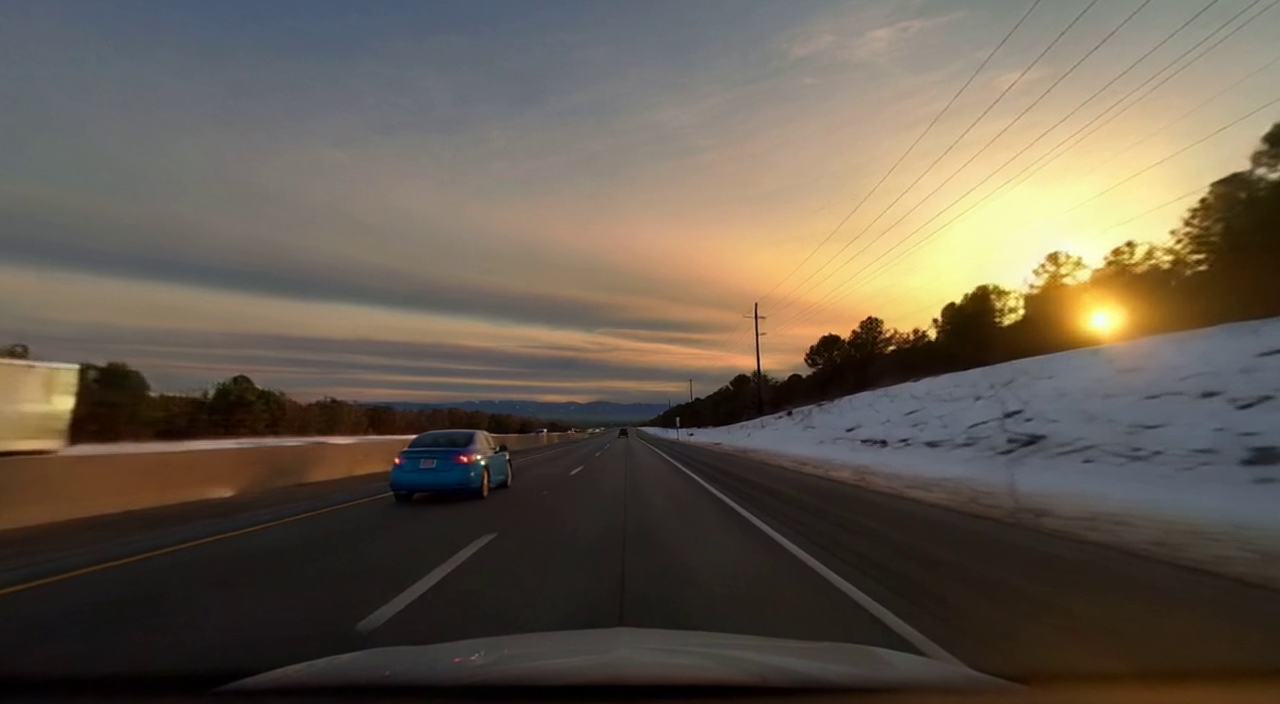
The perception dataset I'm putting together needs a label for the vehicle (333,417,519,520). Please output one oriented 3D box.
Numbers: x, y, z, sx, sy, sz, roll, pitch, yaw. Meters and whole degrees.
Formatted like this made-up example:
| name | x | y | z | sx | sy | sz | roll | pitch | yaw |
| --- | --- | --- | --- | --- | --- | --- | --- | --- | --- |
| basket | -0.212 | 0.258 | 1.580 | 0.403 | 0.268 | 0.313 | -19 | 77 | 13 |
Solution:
| name | x | y | z | sx | sy | sz | roll | pitch | yaw |
| --- | --- | --- | --- | --- | --- | --- | --- | --- | --- |
| vehicle | -3.606 | 2.018 | 11.491 | 1.999 | 1.536 | 3.969 | 0 | -8 | 0 |
